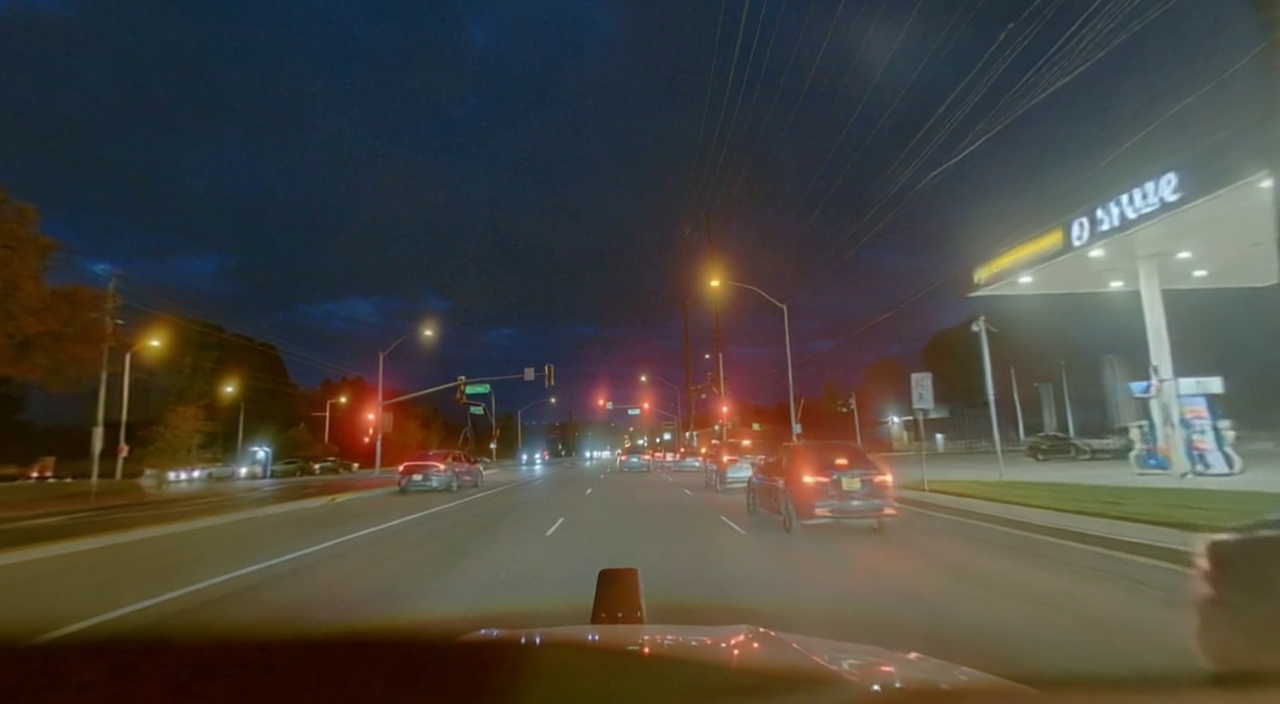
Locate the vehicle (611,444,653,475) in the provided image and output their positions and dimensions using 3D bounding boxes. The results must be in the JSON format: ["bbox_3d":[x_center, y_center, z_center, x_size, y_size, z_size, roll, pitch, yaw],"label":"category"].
[{"bbox_3d":[-0.433,5.508,32.694,2.065,1.484,3.894,0,-9,-1],"label":"vehicle"}]

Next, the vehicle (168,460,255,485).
[{"bbox_3d":[-30.127,8.471,44.479,4.989,1.567,2.075,-1,-9,12],"label":"vehicle"}]

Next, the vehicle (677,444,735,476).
[{"bbox_3d":[3.143,5.266,31.022,2.208,1.436,4.542,0,-9,-2],"label":"vehicle"}]

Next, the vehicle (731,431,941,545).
[{"bbox_3d":[2.919,2.130,10.603,1.945,1.470,4.363,0,-9,-3],"label":"vehicle"}]

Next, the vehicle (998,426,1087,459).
[{"bbox_3d":[19.687,4.523,31.182,2.140,1.485,4.425,-2,-10,11],"label":"vehicle"}]

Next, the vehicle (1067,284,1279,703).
[{"bbox_3d":[3.217,0.454,0.523,2.124,1.824,4.973,0,-9,-1],"label":"vehicle"}]

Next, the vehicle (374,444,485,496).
[{"bbox_3d":[-6.528,3.687,20.168,2.075,1.470,4.190,0,-9,0],"label":"vehicle"}]
